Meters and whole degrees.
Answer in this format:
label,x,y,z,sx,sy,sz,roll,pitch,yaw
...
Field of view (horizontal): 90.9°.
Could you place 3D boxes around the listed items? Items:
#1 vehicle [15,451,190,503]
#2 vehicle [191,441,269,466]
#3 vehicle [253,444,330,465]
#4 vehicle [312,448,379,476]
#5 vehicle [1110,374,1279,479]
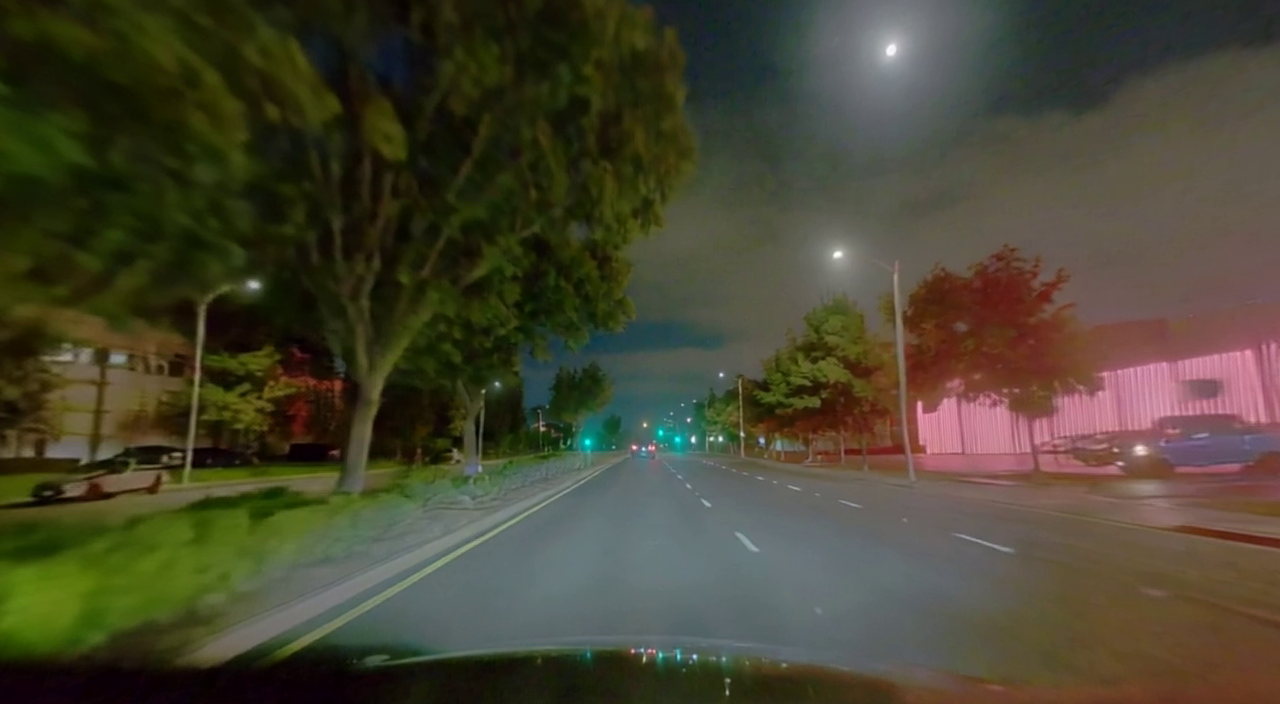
label,x,y,z,sx,sy,sz,roll,pitch,yaw
vehicle,-19.045,4.409,22.730,1.814,1.577,5.024,0,-9,1
vehicle,-27.309,6.764,42.096,3.882,1.599,1.725,1,-9,-4
vehicle,-26.283,7.773,47.673,4.613,1.504,1.876,1,-9,-7
vehicle,-18.690,6.998,40.269,1.964,1.618,4.622,0,-8,1
vehicle,21.813,2.882,23.650,3.006,3.375,6.598,0,-9,-2
